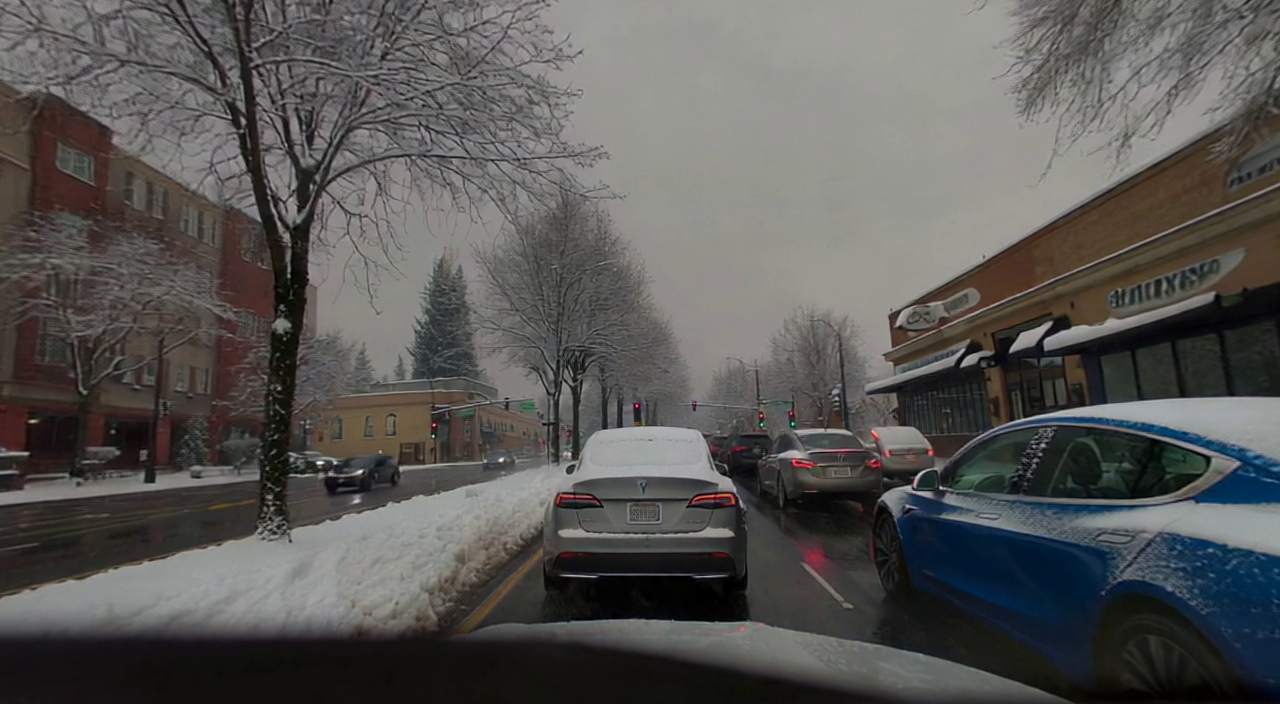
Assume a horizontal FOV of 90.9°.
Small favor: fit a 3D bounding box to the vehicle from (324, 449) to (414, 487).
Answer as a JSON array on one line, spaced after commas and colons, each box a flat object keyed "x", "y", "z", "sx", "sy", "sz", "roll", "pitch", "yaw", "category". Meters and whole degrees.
[{"x": -11.745, "y": 5.010, "z": 27.658, "sx": 1.892, "sy": 1.479, "sz": 4.355, "roll": 0, "pitch": -8, "yaw": 2, "category": "vehicle"}]

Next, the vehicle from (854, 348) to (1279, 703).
[{"x": 3.188, "y": 1.101, "z": 4.061, "sx": 2.038, "sy": 1.651, "sz": 4.455, "roll": 0, "pitch": -8, "yaw": 0, "category": "vehicle"}]

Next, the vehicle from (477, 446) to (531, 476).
[{"x": -7.510, "y": 6.040, "z": 35.184, "sx": 1.979, "sy": 1.490, "sz": 4.225, "roll": 0, "pitch": -8, "yaw": 1, "category": "vehicle"}]

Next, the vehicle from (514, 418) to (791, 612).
[{"x": 0.105, "y": 1.560, "z": 6.926, "sx": 2.137, "sy": 1.488, "sz": 3.938, "roll": 0, "pitch": -8, "yaw": 0, "category": "vehicle"}]
